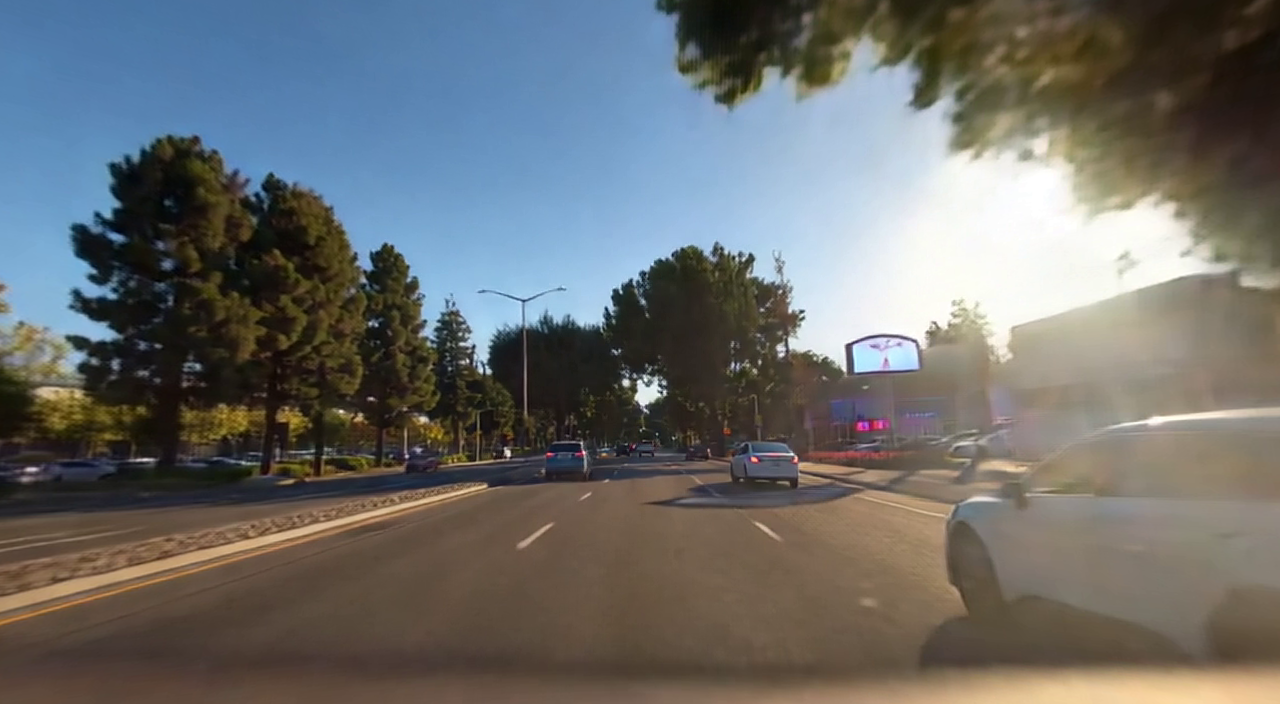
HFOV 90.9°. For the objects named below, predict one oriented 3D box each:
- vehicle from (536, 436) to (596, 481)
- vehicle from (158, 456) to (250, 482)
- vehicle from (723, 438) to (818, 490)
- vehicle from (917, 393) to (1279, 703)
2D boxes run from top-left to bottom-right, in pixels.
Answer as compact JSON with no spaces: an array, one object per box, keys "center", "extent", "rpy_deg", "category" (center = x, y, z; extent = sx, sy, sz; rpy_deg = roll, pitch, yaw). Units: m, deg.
[{"center":[-3.062,4.495,26.889],"extent":[1.981,1.731,4.360],"rpy_deg":[0,-8,1],"category":"vehicle"},{"center":[-29.803,7.974,43.264],"extent":[1.998,1.623,4.681],"rpy_deg":[-6,-10,32],"category":"vehicle"},{"center":[4.127,3.629,20.750],"extent":[2.036,1.480,4.659],"rpy_deg":[0,-8,-1],"category":"vehicle"},{"center":[3.562,1.051,3.457],"extent":[1.976,1.491,4.714],"rpy_deg":[0,-8,1],"category":"vehicle"}]
